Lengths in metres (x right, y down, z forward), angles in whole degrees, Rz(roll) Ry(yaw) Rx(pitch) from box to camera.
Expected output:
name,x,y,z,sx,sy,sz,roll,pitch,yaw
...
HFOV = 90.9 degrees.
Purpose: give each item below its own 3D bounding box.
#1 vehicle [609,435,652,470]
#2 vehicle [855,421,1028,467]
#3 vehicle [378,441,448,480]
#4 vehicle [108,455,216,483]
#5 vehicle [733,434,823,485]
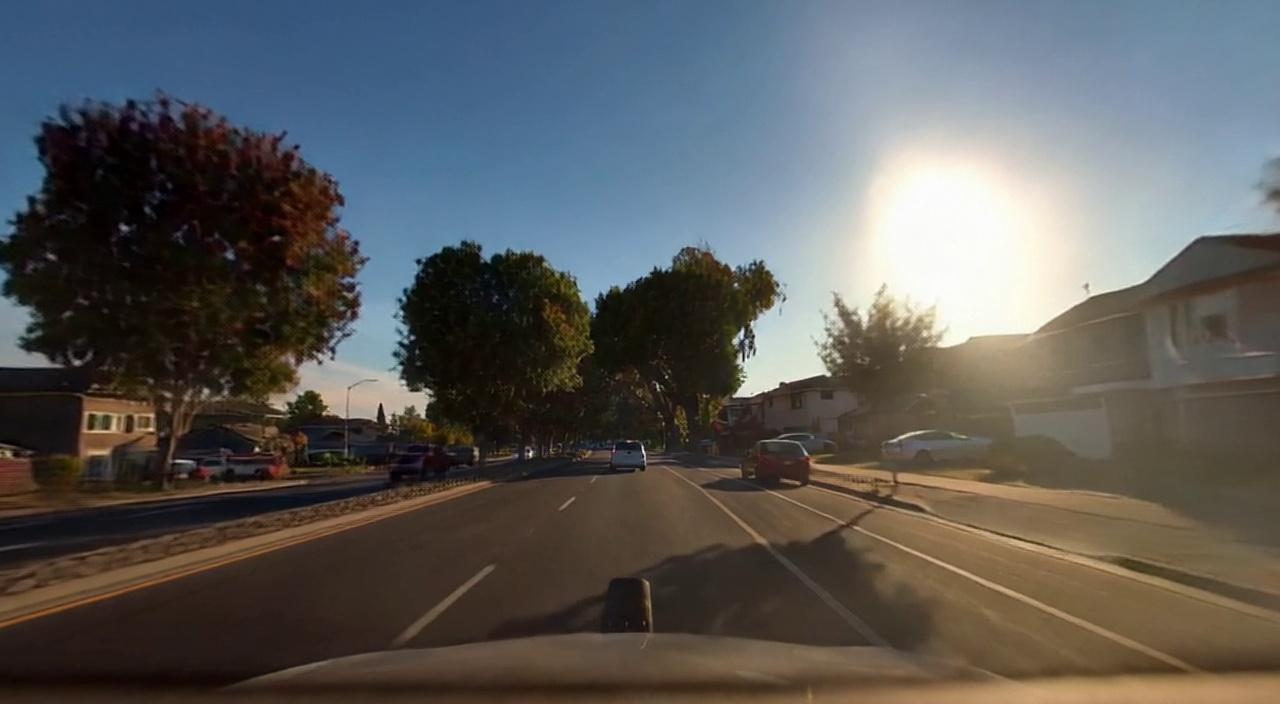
name,x,y,z,sx,sy,sz,roll,pitch,yaw
vehicle,-0.484,5.108,32.132,2.024,1.655,4.301,0,-8,-1
vehicle,11.607,3.596,24.571,5.538,1.703,2.286,0,-9,0
vehicle,-11.487,5.483,32.235,1.948,1.725,4.443,-3,-8,0
vehicle,-27.414,6.702,36.247,4.644,1.541,1.873,0,-8,-2
vehicle,4.522,3.600,21.414,2.020,1.518,4.255,0,-8,-1
